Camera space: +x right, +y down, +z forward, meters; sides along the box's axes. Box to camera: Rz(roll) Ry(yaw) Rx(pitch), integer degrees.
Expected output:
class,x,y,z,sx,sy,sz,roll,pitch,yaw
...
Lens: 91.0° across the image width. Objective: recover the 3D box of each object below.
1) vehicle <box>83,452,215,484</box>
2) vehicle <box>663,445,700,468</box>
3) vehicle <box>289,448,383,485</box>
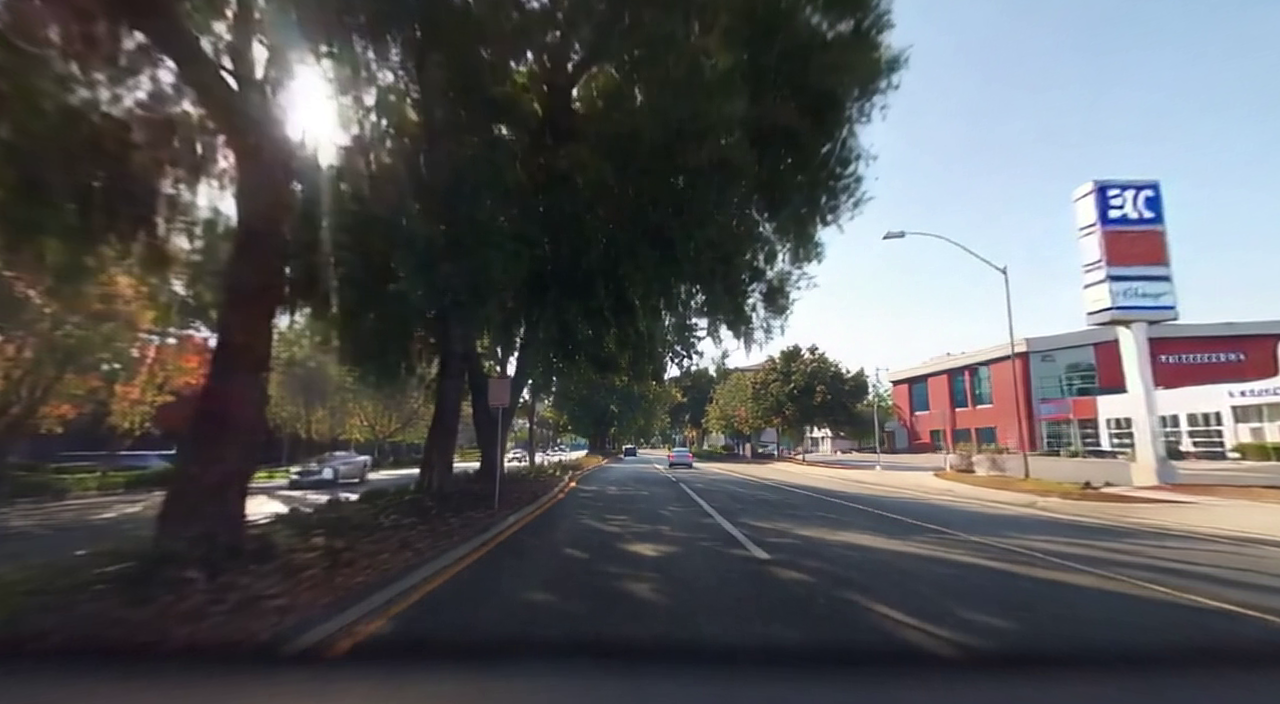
class,x,y,z,sx,sy,sz,roll,pitch,yaw
vehicle,-29.691,7.030,38.213,6.013,1.767,2.250,0,-8,-3
vehicle,2.753,7.017,42.533,2.015,1.479,4.444,0,-9,-2
vehicle,-13.478,5.084,28.253,1.902,1.481,4.518,0,-9,0
